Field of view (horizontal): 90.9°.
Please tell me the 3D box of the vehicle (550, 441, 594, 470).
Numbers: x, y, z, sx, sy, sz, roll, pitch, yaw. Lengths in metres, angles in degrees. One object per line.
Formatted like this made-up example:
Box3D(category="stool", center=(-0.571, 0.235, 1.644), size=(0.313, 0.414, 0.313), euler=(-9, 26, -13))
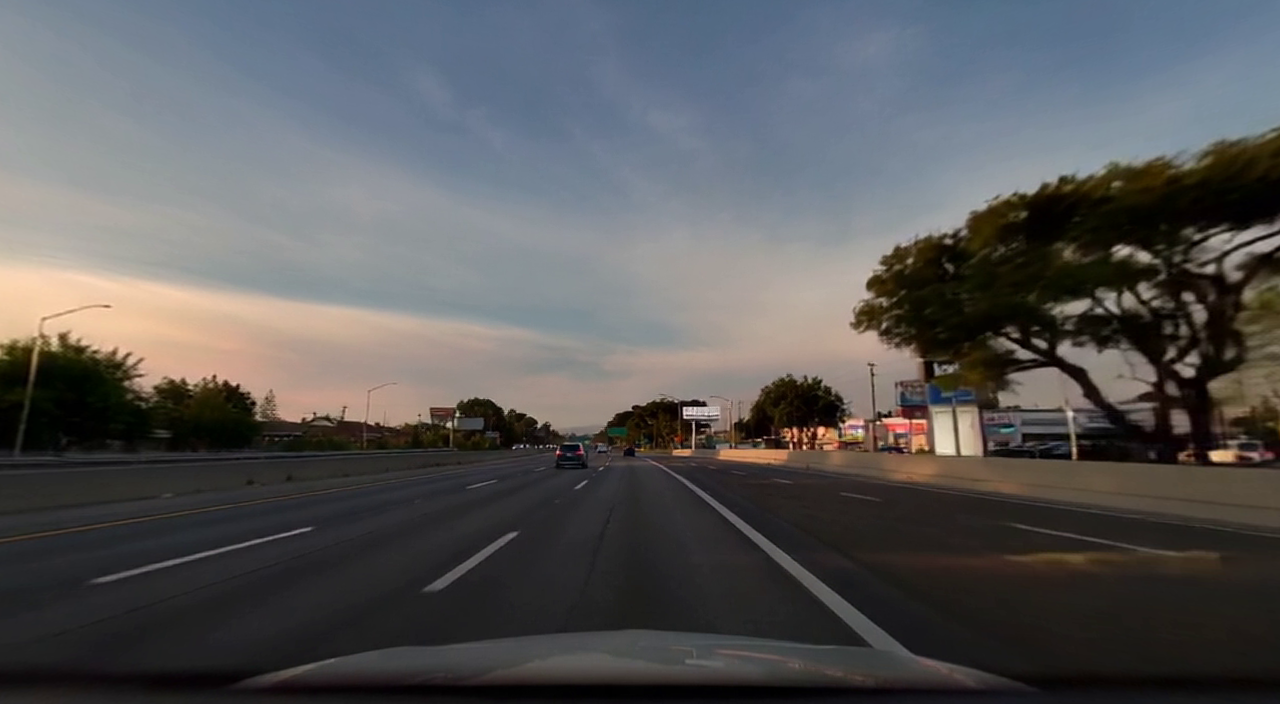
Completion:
Box3D(category="vehicle", center=(-4.336, 6.713, 41.178), size=(2.236, 1.736, 5.585), euler=(0, -8, 0))
